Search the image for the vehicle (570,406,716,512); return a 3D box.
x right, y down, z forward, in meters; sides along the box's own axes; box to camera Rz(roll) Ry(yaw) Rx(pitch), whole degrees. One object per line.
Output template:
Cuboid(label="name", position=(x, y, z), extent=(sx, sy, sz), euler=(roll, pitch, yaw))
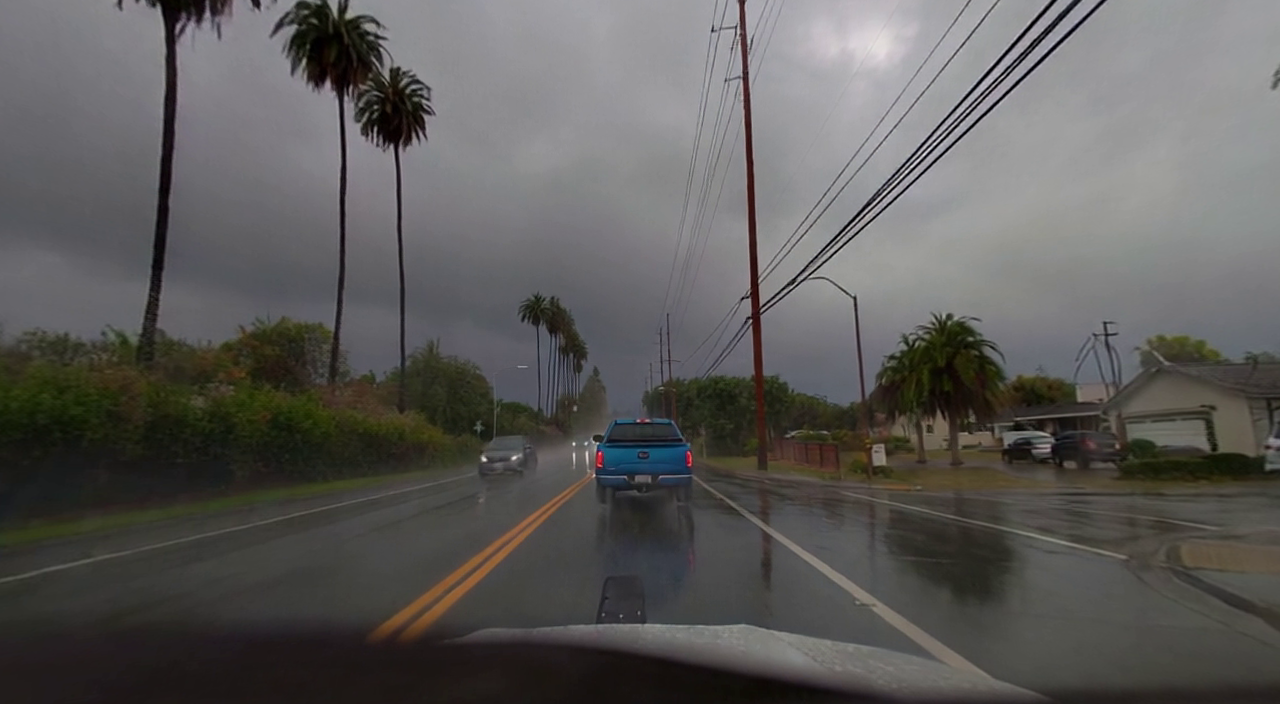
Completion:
Cuboid(label="vehicle", position=(0.021, 2.536, 15.386), extent=(2.848, 2.047, 5.885), euler=(0, -8, -1))

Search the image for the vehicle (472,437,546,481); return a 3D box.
Cuboid(label="vehicle", position=(-5.217, 4.321, 25.869), extent=(2.159, 1.627, 4.505), euler=(0, -8, -1))

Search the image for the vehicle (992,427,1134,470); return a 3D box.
Cuboid(label="vehicle", position=(20.331, 4.712, 30.873), extent=(2.277, 1.836, 6.267), euler=(0, -9, -4))
